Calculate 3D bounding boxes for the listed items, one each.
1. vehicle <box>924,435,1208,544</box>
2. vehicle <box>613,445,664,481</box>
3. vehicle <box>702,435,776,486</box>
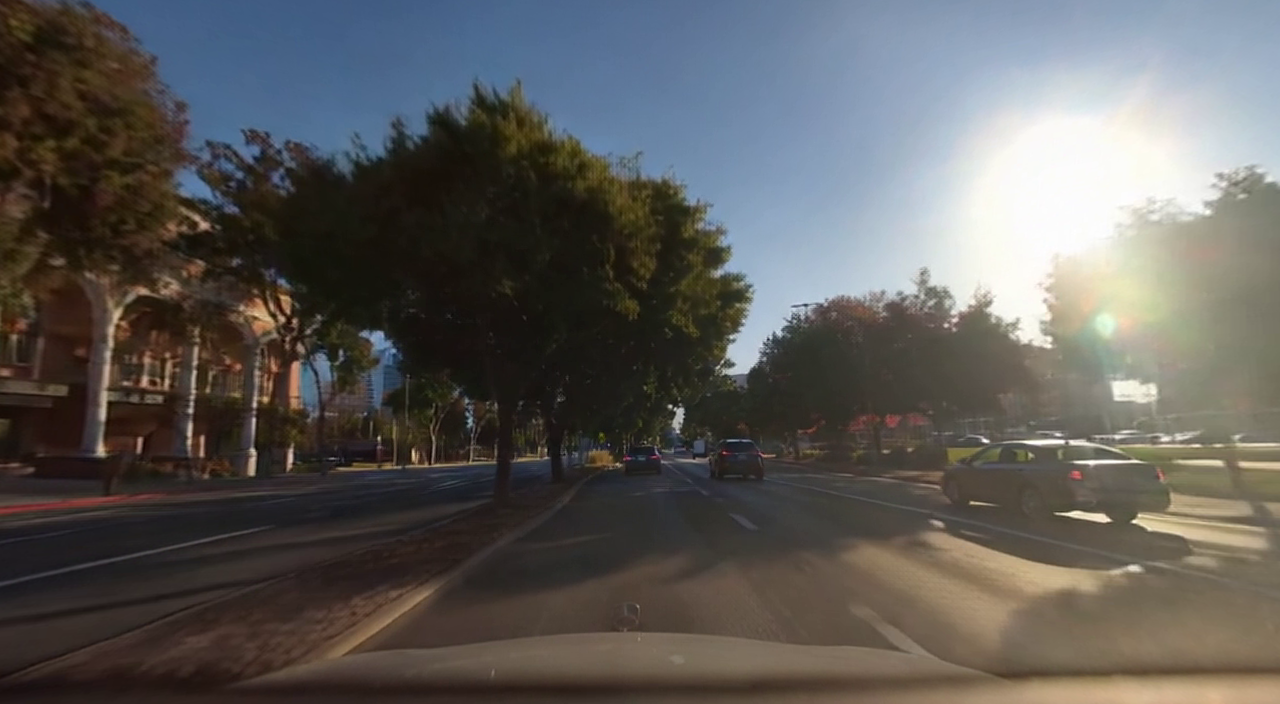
[{"bbox_3d":[6.836,2.214,10.869,1.868,1.472,4.274,0,-9,-1],"label":"vehicle"},{"bbox_3d":[-0.061,4.798,27.622,2.054,1.446,3.969,0,-9,0],"label":"vehicle"},{"bbox_3d":[3.643,4.096,24.114,2.036,1.757,4.300,0,-9,-1],"label":"vehicle"}]
